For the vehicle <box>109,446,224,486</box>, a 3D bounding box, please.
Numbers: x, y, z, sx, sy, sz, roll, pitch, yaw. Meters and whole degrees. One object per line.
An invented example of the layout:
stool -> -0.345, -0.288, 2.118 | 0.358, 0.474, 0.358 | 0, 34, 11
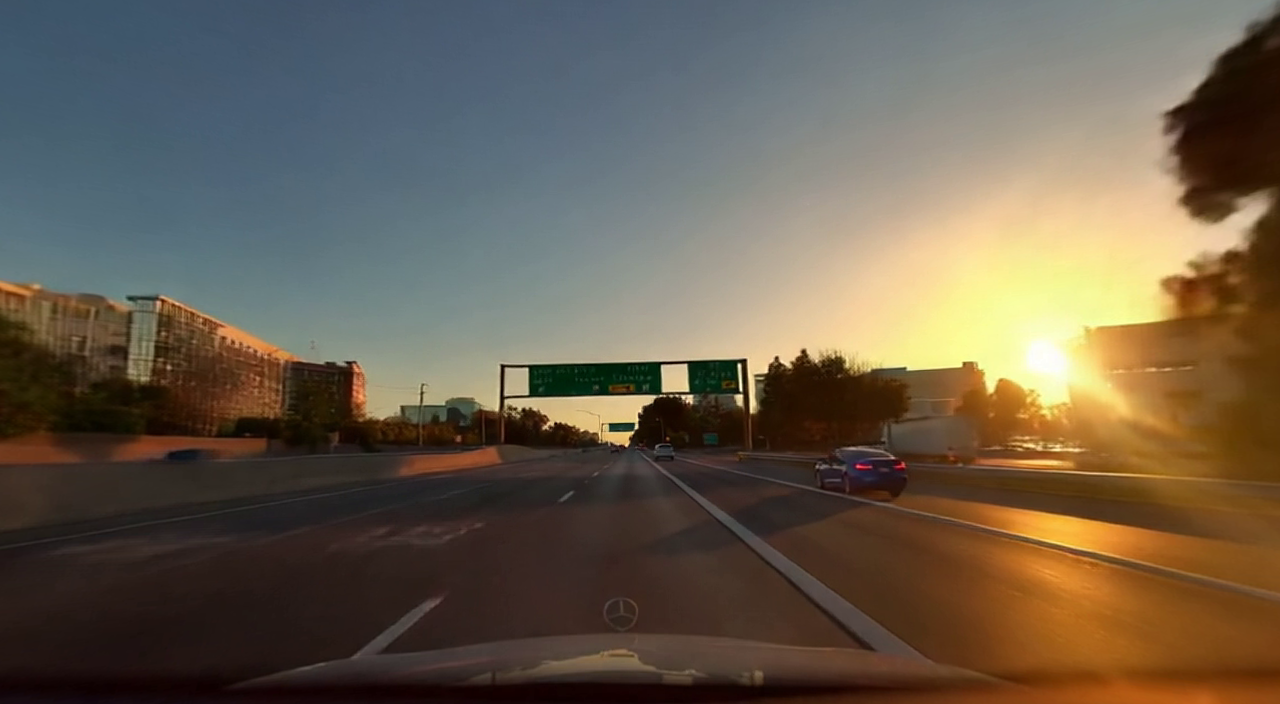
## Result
vehicle -> -22.840, 5.472, 30.760 | 1.961, 1.692, 4.636 | 0, -8, 1

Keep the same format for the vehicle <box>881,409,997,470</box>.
vehicle -> 20.640, 6.241, 44.700 | 2.841, 3.731, 10.555 | 0, -9, -1

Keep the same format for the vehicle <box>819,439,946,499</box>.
vehicle -> 6.922, 3.340, 18.639 | 1.958, 1.498, 4.447 | 1, -8, -1
